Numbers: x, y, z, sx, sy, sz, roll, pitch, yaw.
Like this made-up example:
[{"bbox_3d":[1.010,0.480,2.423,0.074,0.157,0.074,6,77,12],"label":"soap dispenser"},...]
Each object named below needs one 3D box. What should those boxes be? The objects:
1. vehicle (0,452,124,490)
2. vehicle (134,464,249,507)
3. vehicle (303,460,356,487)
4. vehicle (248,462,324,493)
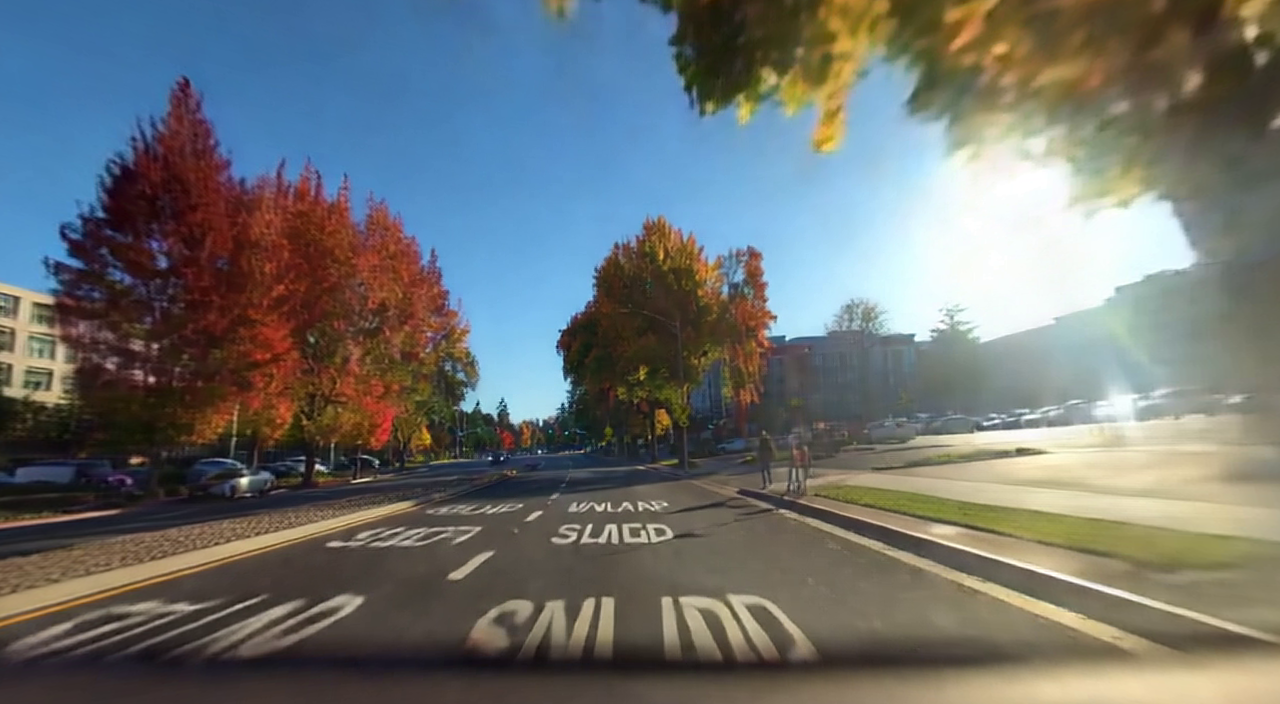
[{"bbox_3d":[-30.031,5.962,31.697,5.746,1.807,2.140,1,-9,-5],"label":"vehicle"},{"bbox_3d":[-19.208,5.692,27.193,1.956,1.550,4.375,1,-9,-4],"label":"vehicle"},{"bbox_3d":[-20.716,8.077,42.073,1.896,1.495,4.108,-4,-9,-6],"label":"vehicle"},{"bbox_3d":[-20.035,7.099,35.758,1.887,1.490,4.432,0,-9,-3],"label":"vehicle"}]
